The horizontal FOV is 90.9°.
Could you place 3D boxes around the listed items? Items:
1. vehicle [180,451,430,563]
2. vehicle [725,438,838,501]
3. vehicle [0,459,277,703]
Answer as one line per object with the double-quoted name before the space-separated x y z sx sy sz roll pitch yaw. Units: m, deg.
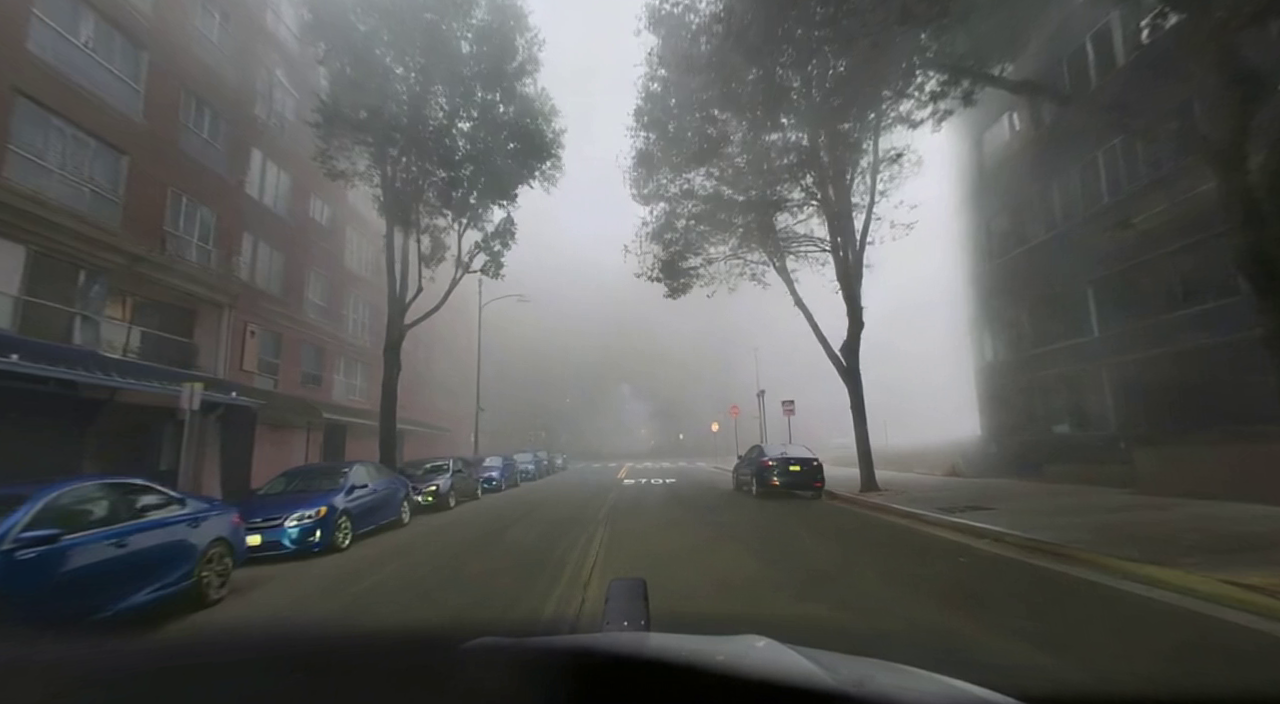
"vehicle" -5.378 2.498 10.956 2.089 1.463 4.350 0 -8 -2
"vehicle" 3.844 3.260 17.937 1.978 1.554 4.192 0 -8 -4
"vehicle" -4.953 1.569 4.627 1.931 1.435 4.440 0 -8 0
